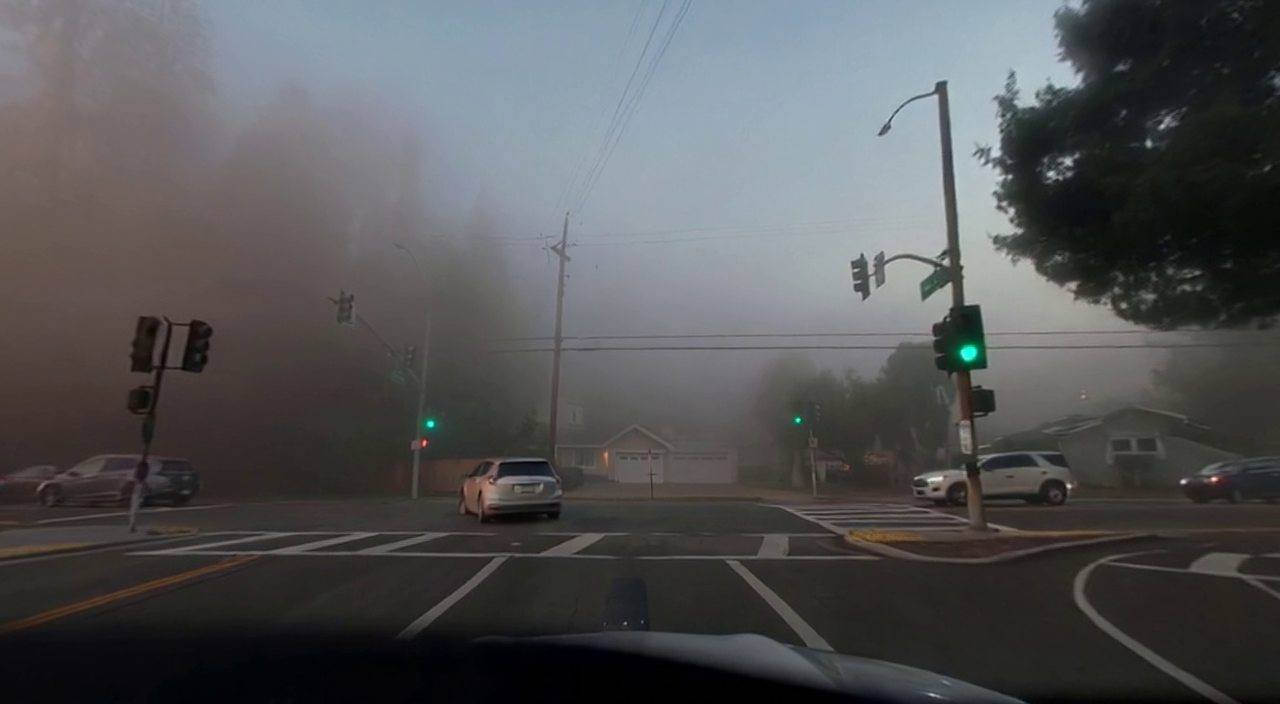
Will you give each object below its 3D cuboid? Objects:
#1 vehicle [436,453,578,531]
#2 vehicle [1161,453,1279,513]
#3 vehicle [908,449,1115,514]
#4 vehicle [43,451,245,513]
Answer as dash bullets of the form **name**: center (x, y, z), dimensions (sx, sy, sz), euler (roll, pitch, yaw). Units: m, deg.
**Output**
- **vehicle**: center (-3.391, 3.249, 15.363), dimensions (2.078, 1.506, 4.512), euler (5, -10, -29)
- **vehicle**: center (17.926, 3.693, 17.951), dimensions (4.254, 1.558, 1.960), euler (-1, -9, 5)
- **vehicle**: center (10.530, 3.674, 18.228), dimensions (4.600, 1.722, 2.074), euler (-1, -9, 5)
- **vehicle**: center (-14.405, 3.743, 18.455), dimensions (4.485, 1.625, 1.980), euler (-1, -9, 8)
